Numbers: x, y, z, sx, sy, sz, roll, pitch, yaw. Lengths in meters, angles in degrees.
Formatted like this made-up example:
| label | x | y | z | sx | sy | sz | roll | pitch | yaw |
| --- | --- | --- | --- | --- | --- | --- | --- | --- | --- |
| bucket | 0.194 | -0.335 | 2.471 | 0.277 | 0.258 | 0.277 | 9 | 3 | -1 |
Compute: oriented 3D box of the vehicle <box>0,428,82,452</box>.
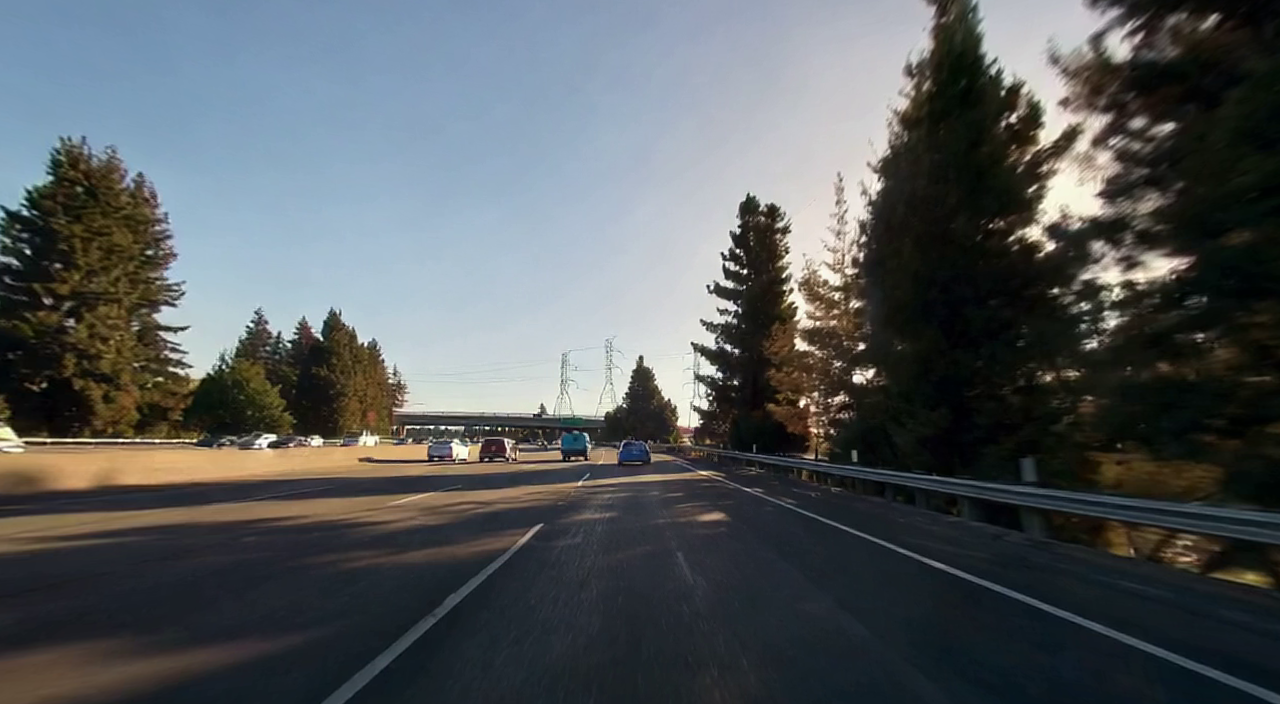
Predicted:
| label | x | y | z | sx | sy | sz | roll | pitch | yaw |
| --- | --- | --- | --- | --- | --- | --- | --- | --- | --- |
| vehicle | -39.008 | 5.695 | 40.645 | 1.775 | 1.467 | 4.357 | 0 | -8 | -1 |

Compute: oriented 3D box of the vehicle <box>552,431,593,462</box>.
| label | x | y | z | sx | sy | sz | roll | pitch | yaw |
| --- | --- | --- | --- | --- | --- | --- | --- | --- | --- |
| vehicle | -4.006 | 5.712 | 38.002 | 2.174 | 1.806 | 3.932 | 0 | -8 | -2 |

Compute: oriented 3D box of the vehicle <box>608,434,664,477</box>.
| label | x | y | z | sx | sy | sz | roll | pitch | yaw |
| --- | --- | --- | --- | --- | --- | --- | --- | --- | --- |
| vehicle | -0.191 | 3.843 | 23.606 | 1.954 | 1.460 | 3.983 | 0 | -8 | -2 |

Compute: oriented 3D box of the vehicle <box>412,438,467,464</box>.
| label | x | y | z | sx | sy | sz | roll | pitch | yaw |
| --- | --- | --- | --- | --- | --- | --- | --- | --- | --- |
| vehicle | -11.731 | 5.825 | 37.042 | 1.844 | 1.446 | 4.395 | 0 | -8 | -1 |
